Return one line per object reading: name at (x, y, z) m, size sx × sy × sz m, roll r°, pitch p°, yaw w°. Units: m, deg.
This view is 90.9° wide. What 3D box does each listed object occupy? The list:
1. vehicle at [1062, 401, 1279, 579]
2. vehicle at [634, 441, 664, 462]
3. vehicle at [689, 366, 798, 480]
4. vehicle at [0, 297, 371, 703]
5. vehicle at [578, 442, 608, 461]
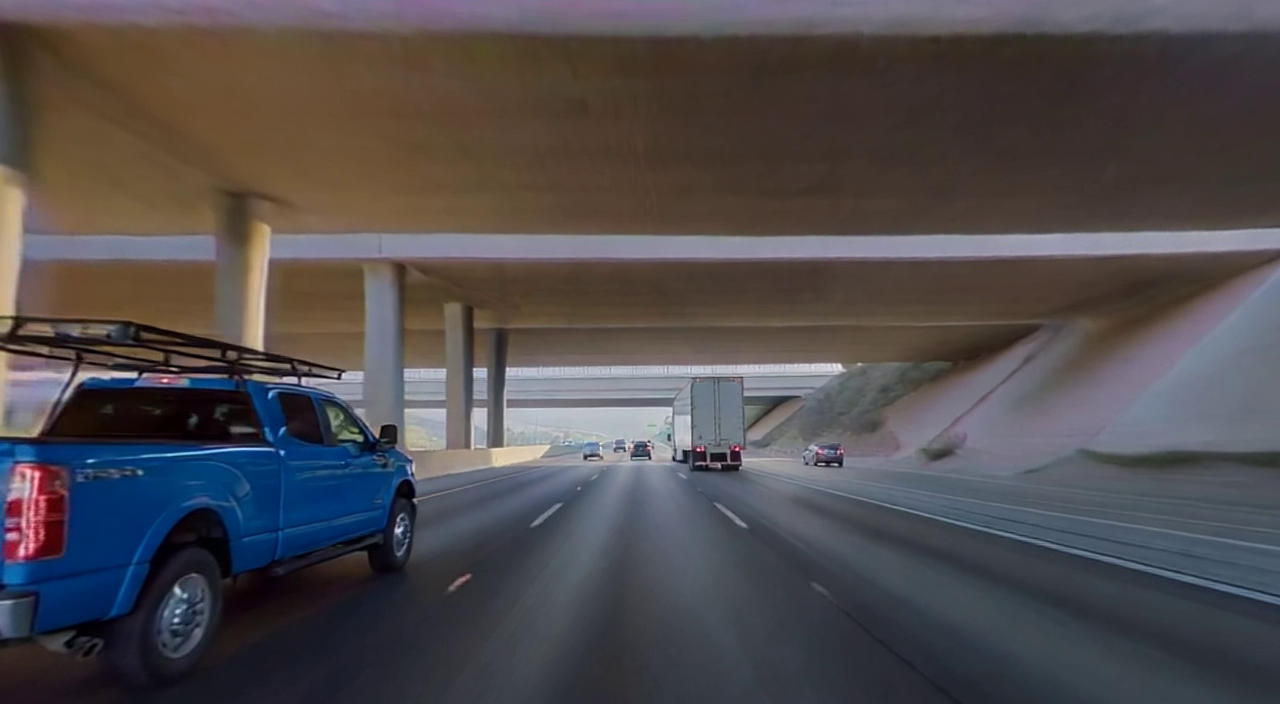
vehicle at (7.198, 1.446, 6.859) m, size 1.999 × 1.700 × 4.640 m, roll 0°, pitch -8°, yaw 0°
vehicle at (0.627, 7.198, 45.590) m, size 2.092 × 1.446 × 4.092 m, roll 0°, pitch -8°, yaw 1°
vehicle at (4.129, 3.427, 28.696) m, size 2.885 × 4.036 × 12.891 m, roll 0°, pitch -8°, yaw 1°
vehicle at (-4.438, 0.911, 4.061) m, size 2.599 × 2.054 × 6.288 m, roll 0°, pitch -8°, yaw 0°
vehicle at (-3.654, 7.790, 49.470) m, size 2.077 × 1.446 × 4.106 m, roll 0°, pitch -8°, yaw 0°
